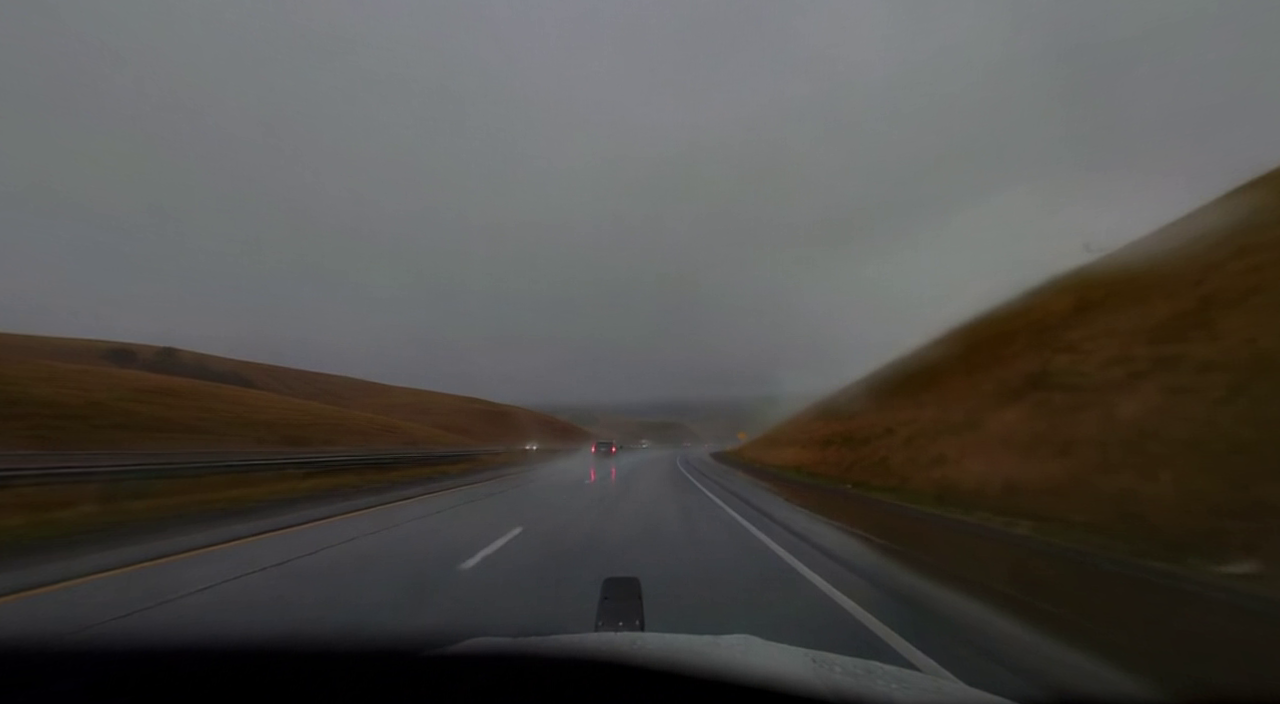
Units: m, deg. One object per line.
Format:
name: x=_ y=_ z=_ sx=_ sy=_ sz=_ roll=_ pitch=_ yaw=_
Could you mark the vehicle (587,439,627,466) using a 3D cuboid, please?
vehicle: x=-2.177 y=6.836 z=43.210 sx=2.252 sy=1.743 sz=4.560 roll=-1 pitch=-8 yaw=3
